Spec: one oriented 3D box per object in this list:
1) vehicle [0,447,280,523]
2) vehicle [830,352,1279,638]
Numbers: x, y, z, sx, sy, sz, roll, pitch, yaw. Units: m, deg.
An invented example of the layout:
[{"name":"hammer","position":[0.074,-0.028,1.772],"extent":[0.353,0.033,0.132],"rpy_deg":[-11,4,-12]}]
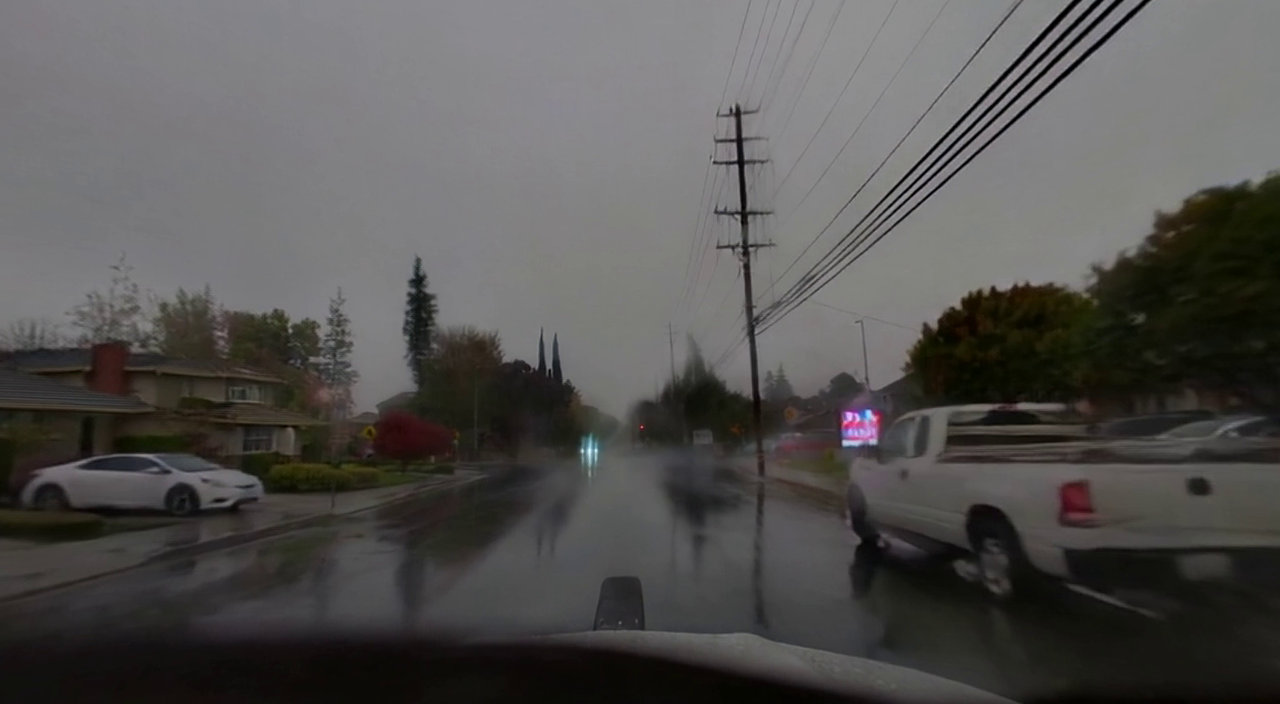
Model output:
[{"name":"vehicle","position":[-11.094,2.910,14.092],"extent":[4.813,1.503,1.923],"rpy_deg":[0,-9,-5]},{"name":"vehicle","position":[4.010,1.335,6.904],"extent":[2.205,1.923,5.178],"rpy_deg":[0,-8,0]}]
